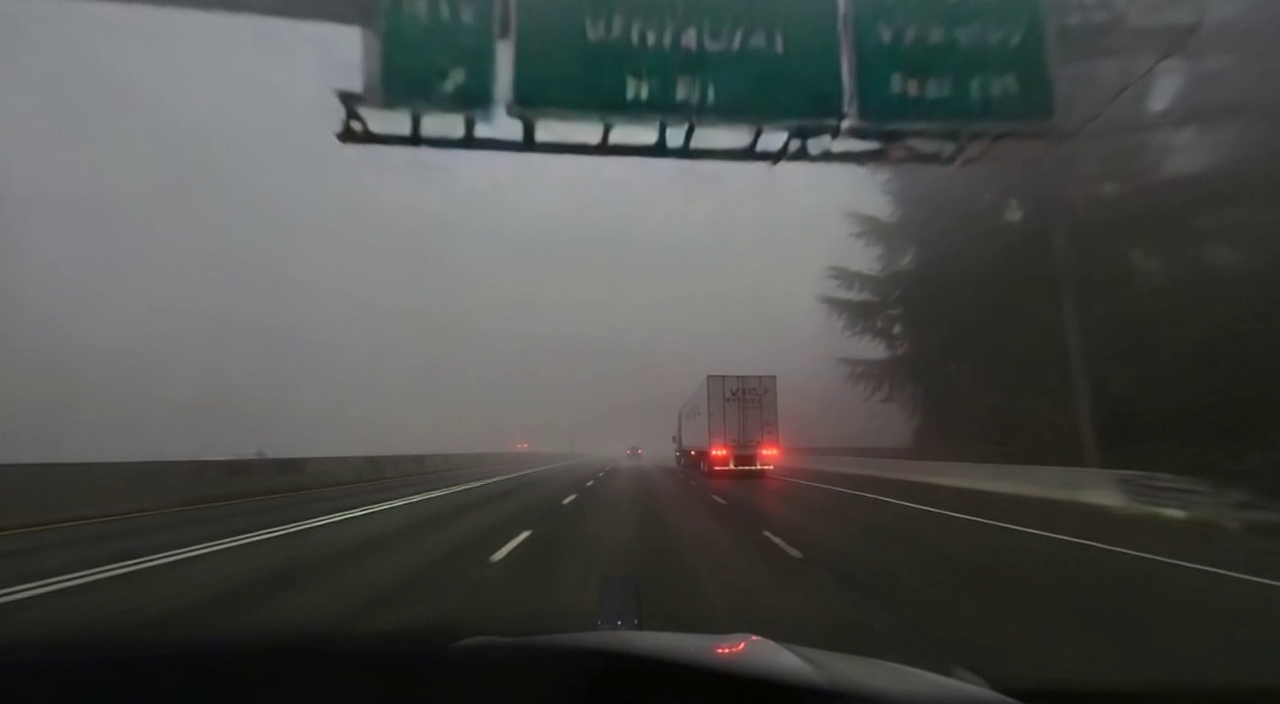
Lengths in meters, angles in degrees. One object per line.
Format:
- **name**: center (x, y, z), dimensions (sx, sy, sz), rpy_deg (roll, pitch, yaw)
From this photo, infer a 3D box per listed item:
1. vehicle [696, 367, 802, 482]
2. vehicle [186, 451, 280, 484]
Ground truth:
- **vehicle**: center (4.221, 3.207, 26.482), dimensions (2.869, 4.013, 8.610), rpy_deg (0, -9, 0)
- **vehicle**: center (-19.176, 5.441, 29.762), dimensions (1.800, 1.453, 3.931), rpy_deg (0, -9, 1)
